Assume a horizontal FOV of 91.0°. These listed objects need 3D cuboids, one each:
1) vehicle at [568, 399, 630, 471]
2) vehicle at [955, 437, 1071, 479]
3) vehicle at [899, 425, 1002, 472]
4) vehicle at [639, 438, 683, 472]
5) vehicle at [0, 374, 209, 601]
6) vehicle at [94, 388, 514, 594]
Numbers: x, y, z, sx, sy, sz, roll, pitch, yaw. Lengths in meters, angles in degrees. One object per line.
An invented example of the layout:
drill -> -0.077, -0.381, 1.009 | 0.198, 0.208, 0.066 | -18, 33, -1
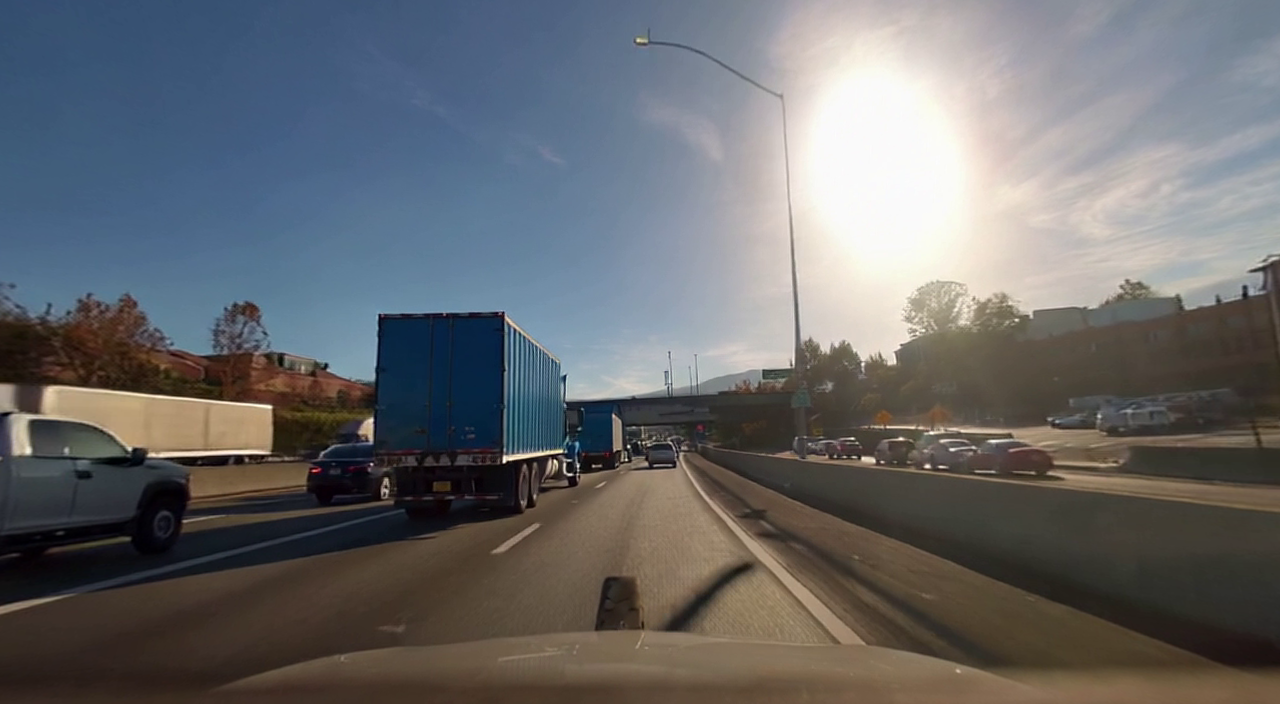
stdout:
vehicle -> -2.340, 5.293, 39.601 | 3.073, 3.894, 9.782 | 0, -9, 1
vehicle -> 14.403, 4.112, 24.687 | 1.859, 1.452, 4.749 | -1, -9, 3
vehicle -> 14.758, 4.655, 30.399 | 2.241, 2.052, 5.864 | -1, -9, 3
vehicle -> 1.110, 5.362, 32.812 | 2.178, 1.640, 4.071 | -1, -9, 2
vehicle -> -6.751, 1.192, 5.514 | 2.323, 1.959, 5.038 | 0, -9, 1
vehicle -> -3.348, 1.508, 7.371 | 2.896, 1.779, 3.441 | -1, -9, 3
